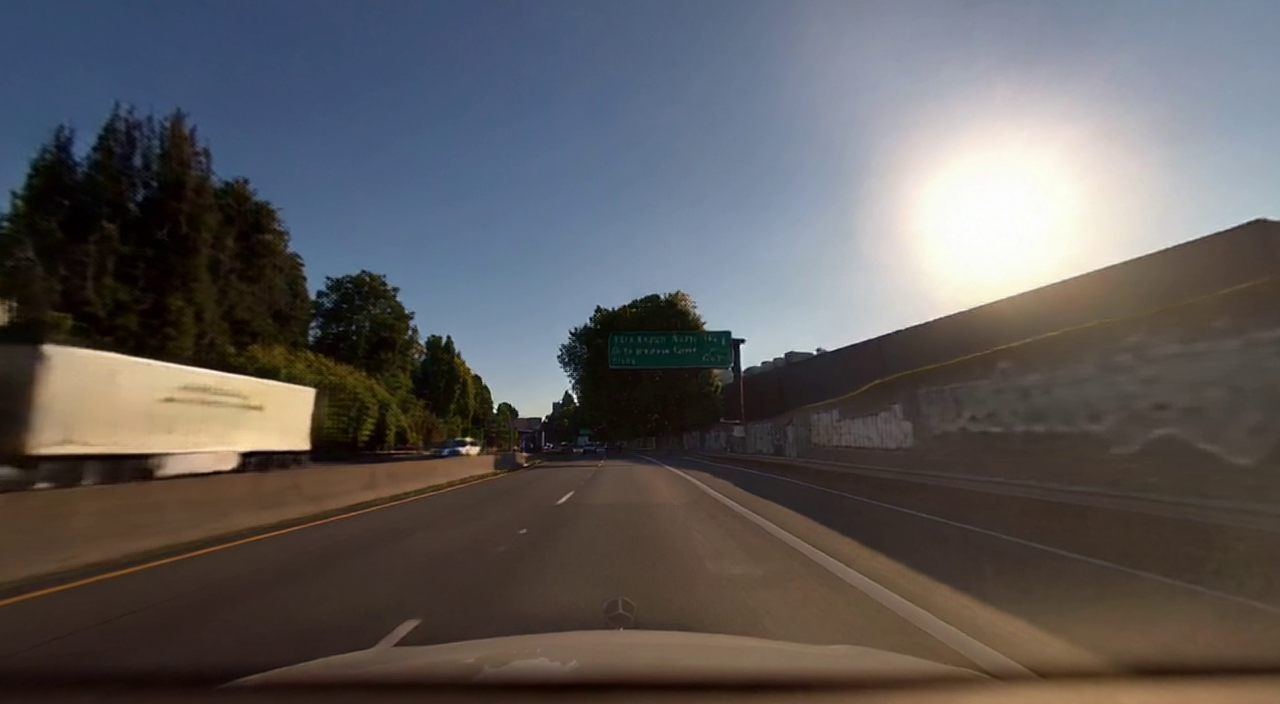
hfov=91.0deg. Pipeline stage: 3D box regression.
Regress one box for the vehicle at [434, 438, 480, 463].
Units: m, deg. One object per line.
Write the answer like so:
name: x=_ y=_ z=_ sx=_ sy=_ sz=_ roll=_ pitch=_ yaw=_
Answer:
vehicle: x=-13.212 y=7.122 z=45.736 sx=2.142 sy=1.679 sz=4.358 roll=0 pitch=-8 yaw=-1

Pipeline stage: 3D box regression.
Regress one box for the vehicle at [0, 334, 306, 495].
vehicle: x=-17.061 y=2.502 z=22.598 sx=3.419 sy=4.108 sz=13.030 roll=0 pitch=-8 yaw=-2
